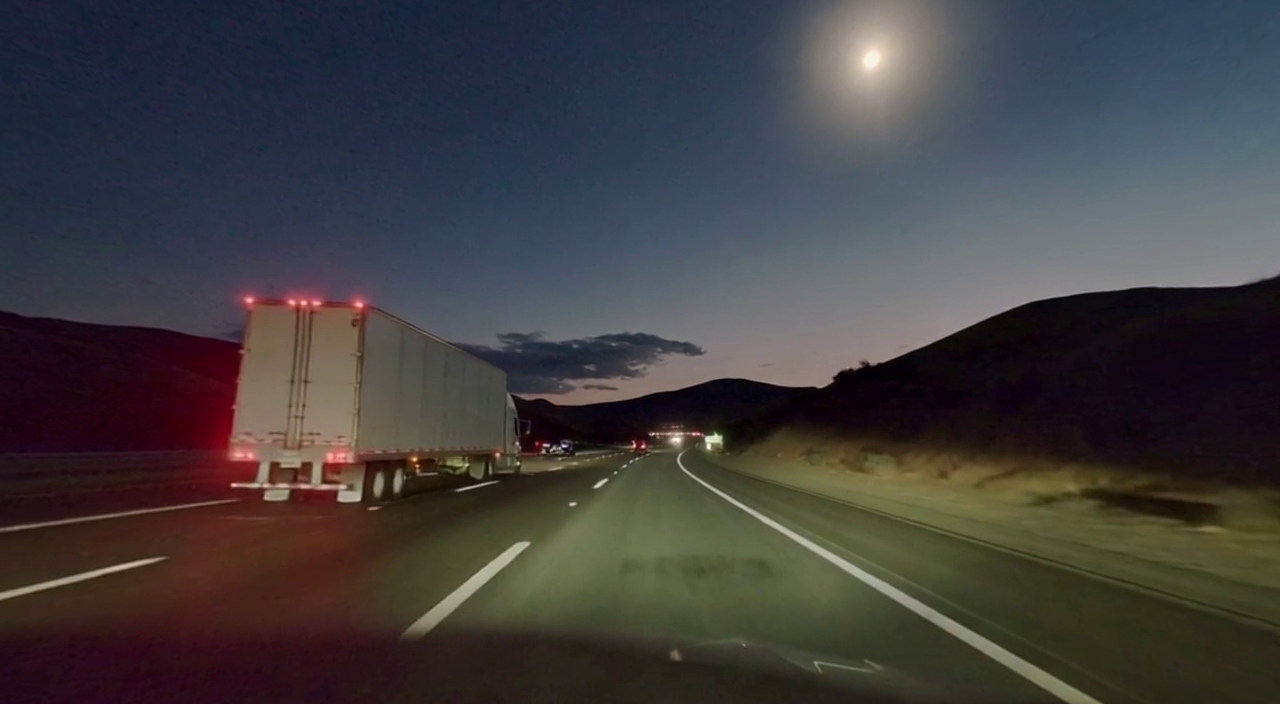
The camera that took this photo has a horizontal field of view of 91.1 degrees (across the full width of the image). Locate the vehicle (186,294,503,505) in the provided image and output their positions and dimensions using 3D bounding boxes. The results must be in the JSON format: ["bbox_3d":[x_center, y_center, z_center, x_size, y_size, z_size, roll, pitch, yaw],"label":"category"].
[{"bbox_3d":[-6.522,1.624,16.933,2.981,3.860,11.022,0,-8,1],"label":"vehicle"}]
